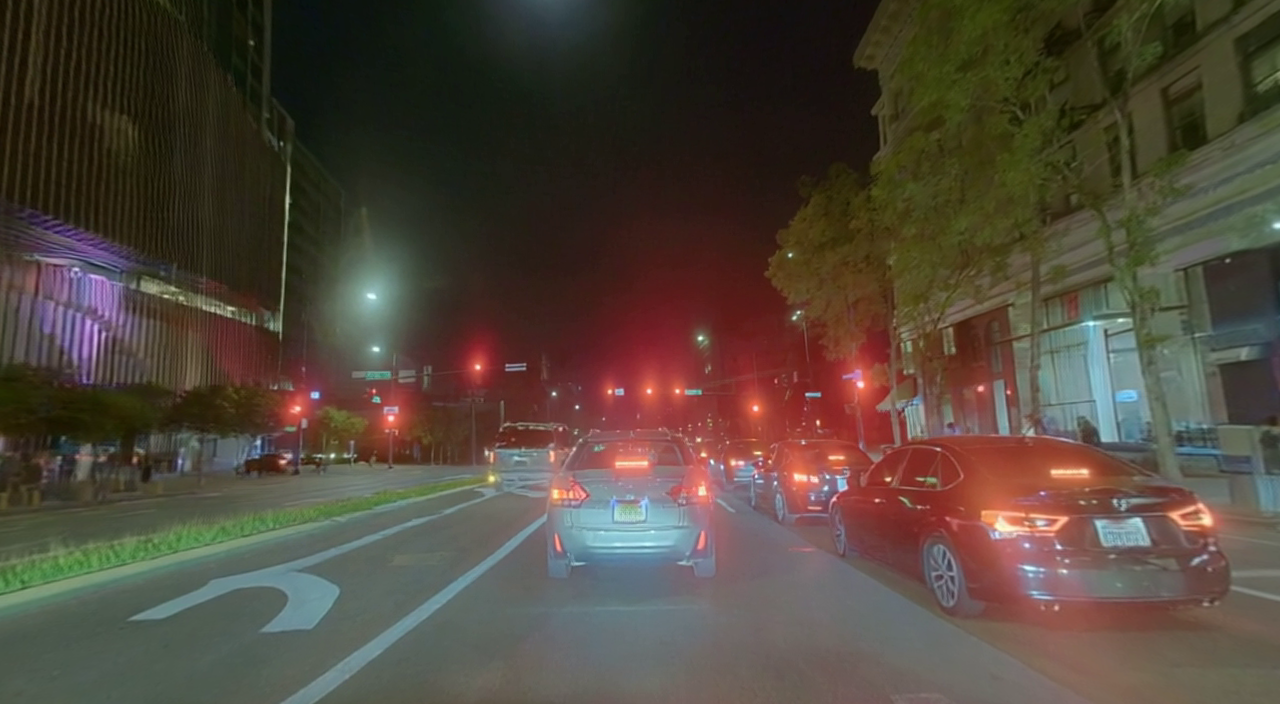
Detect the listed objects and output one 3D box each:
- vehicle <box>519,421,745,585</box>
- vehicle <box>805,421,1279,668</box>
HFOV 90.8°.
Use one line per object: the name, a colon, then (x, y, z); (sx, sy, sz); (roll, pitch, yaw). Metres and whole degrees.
vehicle: (-0.111, 1.718, 8.007); (2.118, 1.512, 4.013); (0, -9, -1)
vehicle: (3.217, 1.495, 6.124); (1.912, 1.454, 4.537); (0, -9, -1)
